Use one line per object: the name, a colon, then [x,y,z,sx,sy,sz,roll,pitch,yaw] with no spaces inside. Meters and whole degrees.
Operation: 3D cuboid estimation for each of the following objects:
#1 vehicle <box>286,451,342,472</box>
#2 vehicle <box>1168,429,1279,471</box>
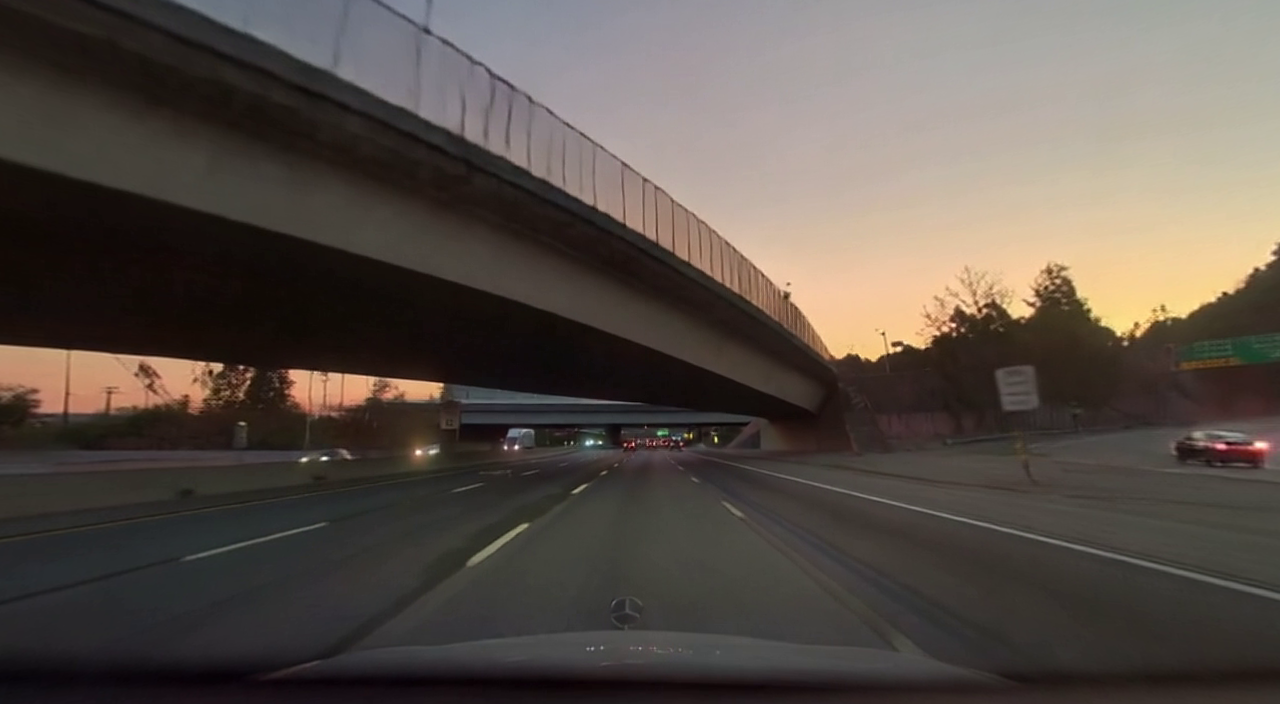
vehicle: [-25.337,8.508,49.236,1.847,1.467,4.604,0,-8,1]
vehicle: [25.355,4.256,27.612,2.039,1.658,4.457,-3,-9,22]
